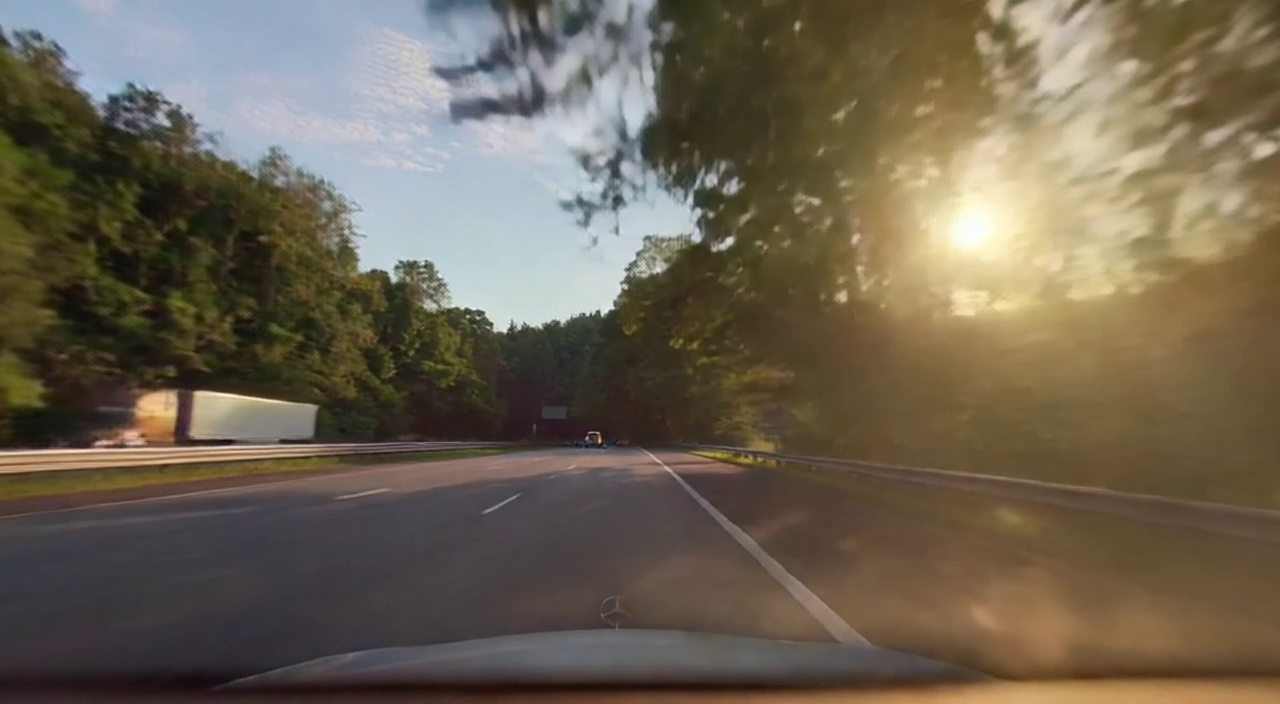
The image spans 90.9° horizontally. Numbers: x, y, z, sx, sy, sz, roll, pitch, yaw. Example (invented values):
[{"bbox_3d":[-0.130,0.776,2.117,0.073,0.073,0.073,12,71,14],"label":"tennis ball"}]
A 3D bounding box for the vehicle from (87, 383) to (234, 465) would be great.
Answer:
[{"bbox_3d":[-25.023,3.841,33.362,3.013,3.897,6.007,0,-8,-2],"label":"vehicle"}]
